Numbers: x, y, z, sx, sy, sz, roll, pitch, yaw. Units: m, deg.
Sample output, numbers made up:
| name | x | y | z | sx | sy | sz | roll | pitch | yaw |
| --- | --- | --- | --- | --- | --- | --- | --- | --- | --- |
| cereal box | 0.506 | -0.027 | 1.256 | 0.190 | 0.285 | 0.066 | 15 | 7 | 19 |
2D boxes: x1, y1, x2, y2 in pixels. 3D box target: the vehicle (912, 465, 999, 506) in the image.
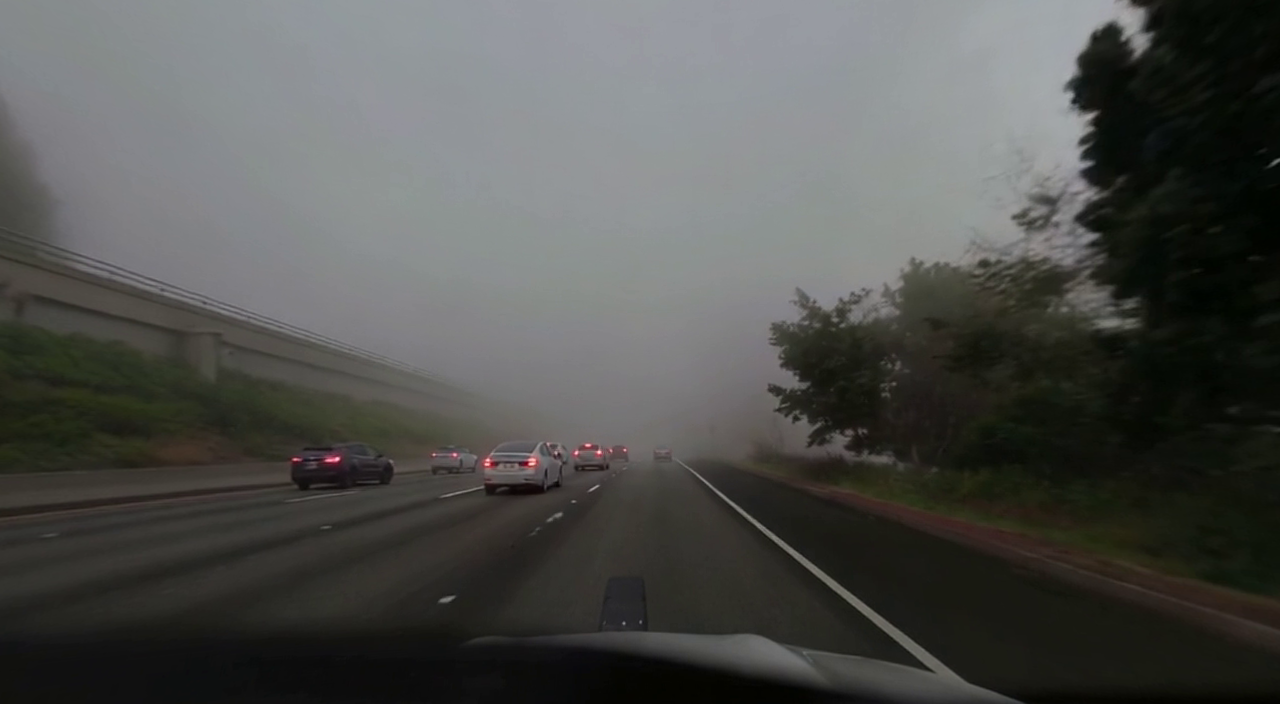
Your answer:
| name | x | y | z | sx | sy | sz | roll | pitch | yaw |
| --- | --- | --- | --- | --- | --- | --- | --- | --- | --- |
| vehicle | 14.255 | 6.009 | 28.742 | 1.853 | 1.586 | 3.727 | 1 | -8 | -3 |

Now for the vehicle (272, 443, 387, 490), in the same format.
| name | x | y | z | sx | sy | sz | roll | pitch | yaw |
| --- | --- | --- | --- | --- | --- | --- | --- | --- | --- |
| vehicle | -10.773 | 3.976 | 22.247 | 1.981 | 1.484 | 3.827 | 0 | -8 | 2 |

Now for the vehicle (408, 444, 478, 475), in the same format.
| name | x | y | z | sx | sy | sz | roll | pitch | yaw |
| --- | --- | --- | --- | --- | --- | --- | --- | --- | --- |
| vehicle | -10.481 | 5.718 | 33.935 | 1.978 | 1.498 | 4.940 | 0 | -8 | 3 |

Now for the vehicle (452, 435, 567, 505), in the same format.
| name | x | y | z | sx | sy | sz | roll | pitch | yaw |
| --- | --- | --- | --- | --- | --- | --- | --- | --- | --- |
| vehicle | -3.143 | 2.921 | 16.134 | 1.939 | 1.511 | 4.246 | 0 | -8 | 2 |

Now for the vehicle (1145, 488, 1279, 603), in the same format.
| name | x | y | z | sx | sy | sz | roll | pitch | yaw |
| --- | --- | --- | --- | --- | --- | --- | --- | --- | --- |
| vehicle | 10.887 | 3.105 | 9.857 | 1.962 | 1.584 | 4.807 | 0 | -8 | 0 |

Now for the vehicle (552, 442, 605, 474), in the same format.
| name | x | y | z | sx | sy | sz | roll | pitch | yaw |
| --- | --- | --- | --- | --- | --- | --- | --- | --- | --- |
| vehicle | -2.939 | 5.169 | 31.157 | 2.056 | 1.449 | 4.330 | 0 | -8 | 2 |
